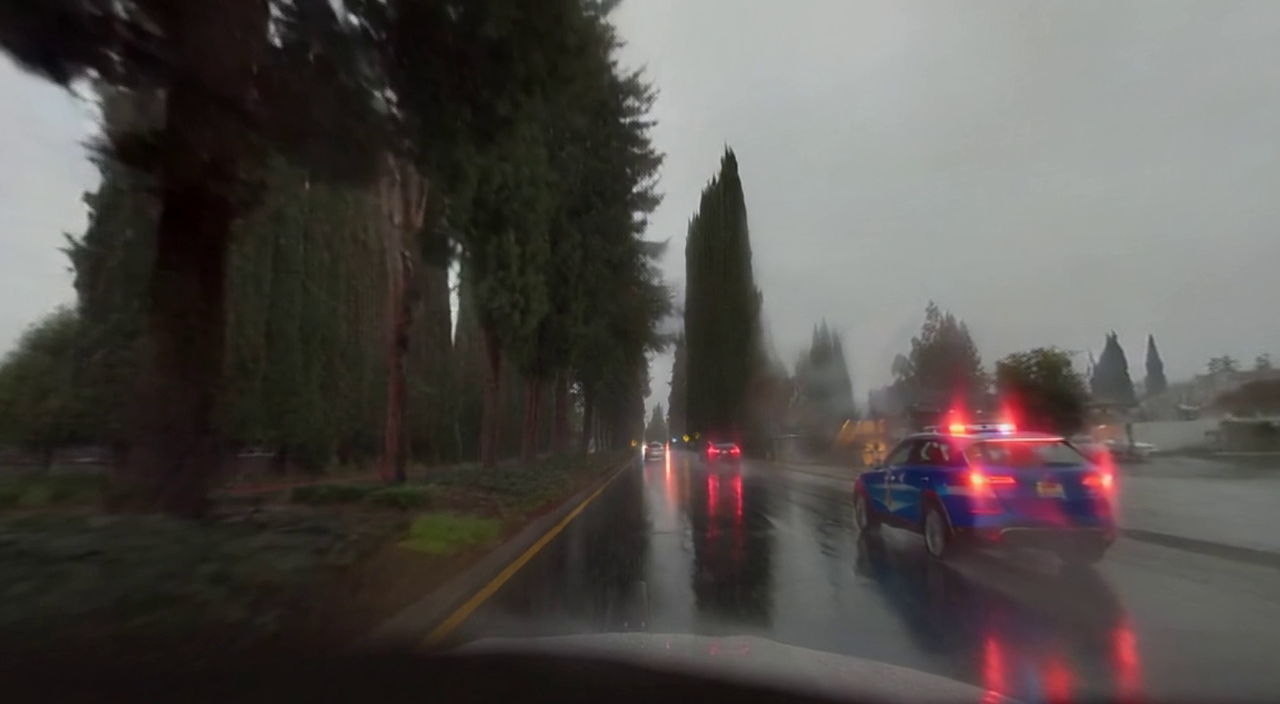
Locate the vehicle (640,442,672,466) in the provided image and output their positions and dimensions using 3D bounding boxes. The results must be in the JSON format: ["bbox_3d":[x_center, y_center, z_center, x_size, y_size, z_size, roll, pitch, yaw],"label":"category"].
[{"bbox_3d":[1.044,6.744,41.784,2.026,1.466,4.282,0,-8,1],"label":"vehicle"}]

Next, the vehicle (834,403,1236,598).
[{"bbox_3d":[4.007,1.566,7.483,2.052,1.639,4.123,0,-8,0],"label":"vehicle"}]

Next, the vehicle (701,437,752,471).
[{"bbox_3d":[4.554,5.407,33.673,2.110,1.666,3.912,0,-8,0],"label":"vehicle"}]
